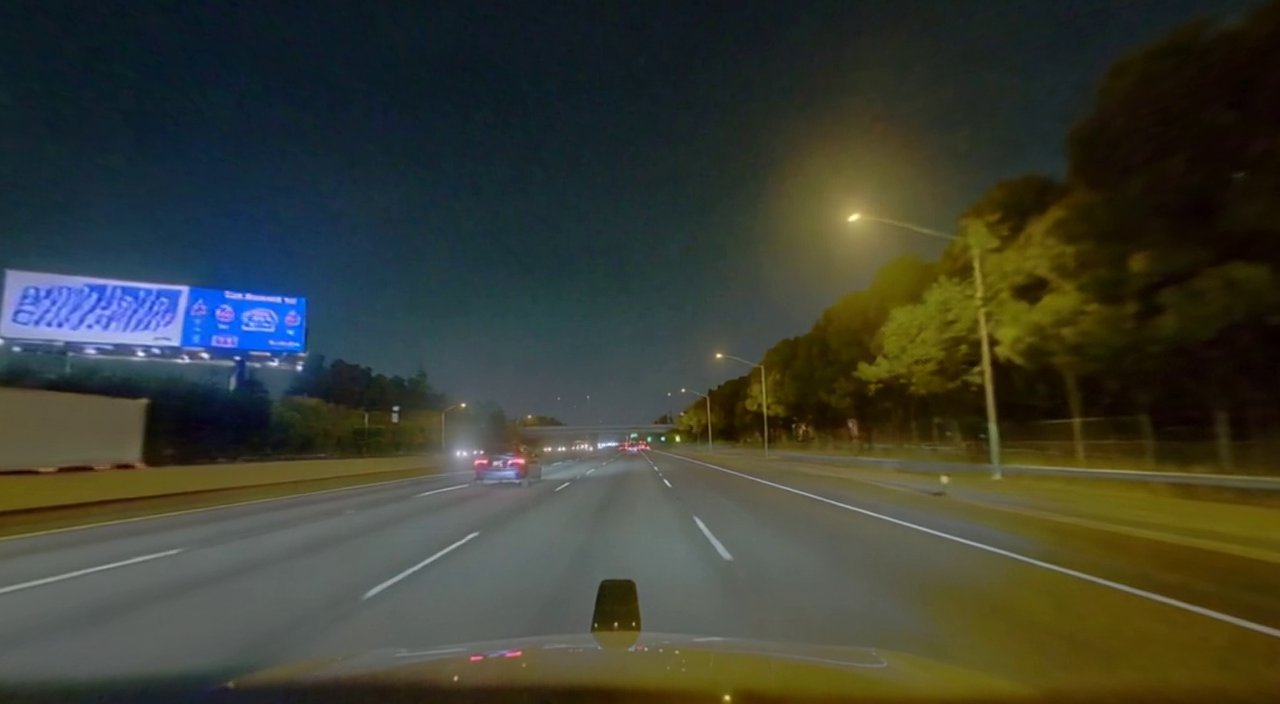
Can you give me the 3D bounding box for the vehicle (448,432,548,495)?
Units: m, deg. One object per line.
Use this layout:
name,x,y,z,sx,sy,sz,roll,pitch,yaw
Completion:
vehicle,-4.336,3.483,20.131,2.102,1.727,4.704,0,-9,0

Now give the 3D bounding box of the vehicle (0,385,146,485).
vehicle,-26.135,3.057,23.359,2.850,3.808,16.213,0,-9,0
